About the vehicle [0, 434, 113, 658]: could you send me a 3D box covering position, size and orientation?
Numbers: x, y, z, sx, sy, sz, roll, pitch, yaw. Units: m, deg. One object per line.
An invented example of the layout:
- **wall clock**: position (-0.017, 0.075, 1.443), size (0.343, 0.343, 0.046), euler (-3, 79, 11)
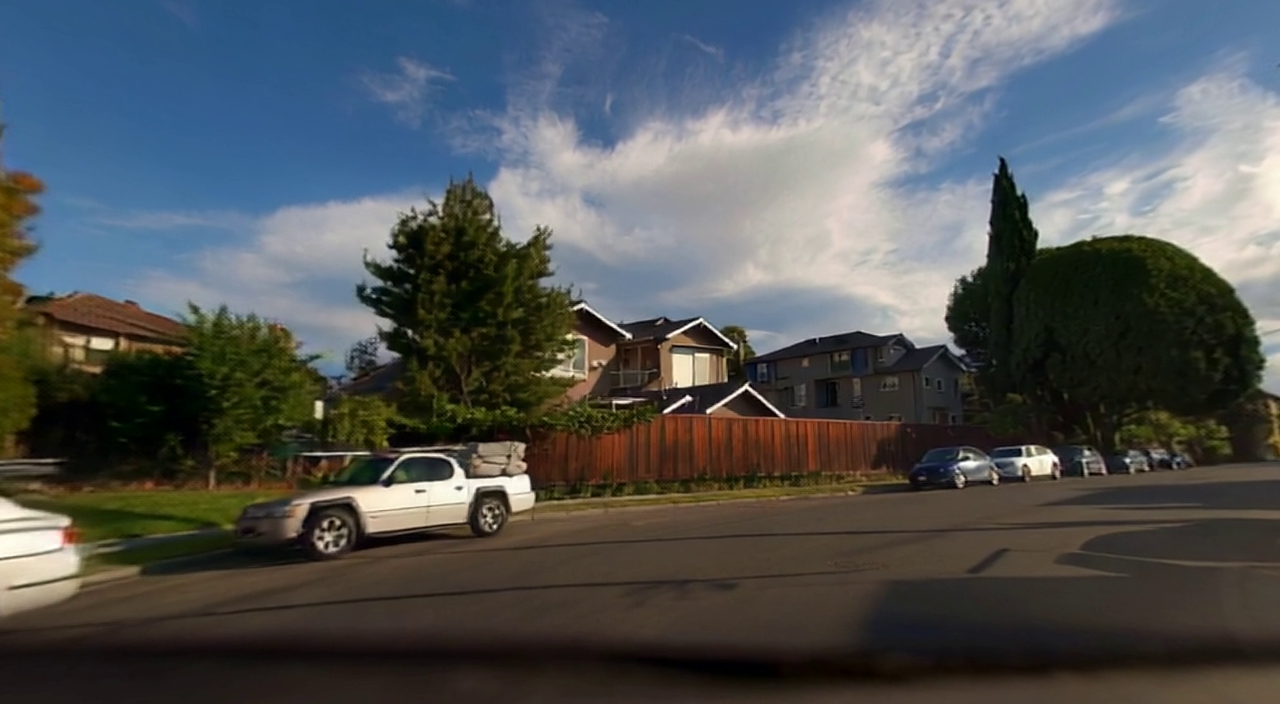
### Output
- **vehicle**: position (-5.370, 1.081, 2.750), size (1.943, 1.475, 4.701), euler (-4, -10, 3)

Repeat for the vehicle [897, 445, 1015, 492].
- **vehicle**: position (11.263, 4.043, 22.379), size (4.731, 1.478, 1.930), euler (7, -11, -40)

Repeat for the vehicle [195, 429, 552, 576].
- **vehicle**: position (-3.493, 1.955, 9.121), size (2.082, 1.547, 4.217), euler (-6, -10, 34)

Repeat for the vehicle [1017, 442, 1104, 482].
- **vehicle**: position (19.273, 4.968, 28.903), size (4.221, 1.673, 1.918), euler (6, -11, -38)
